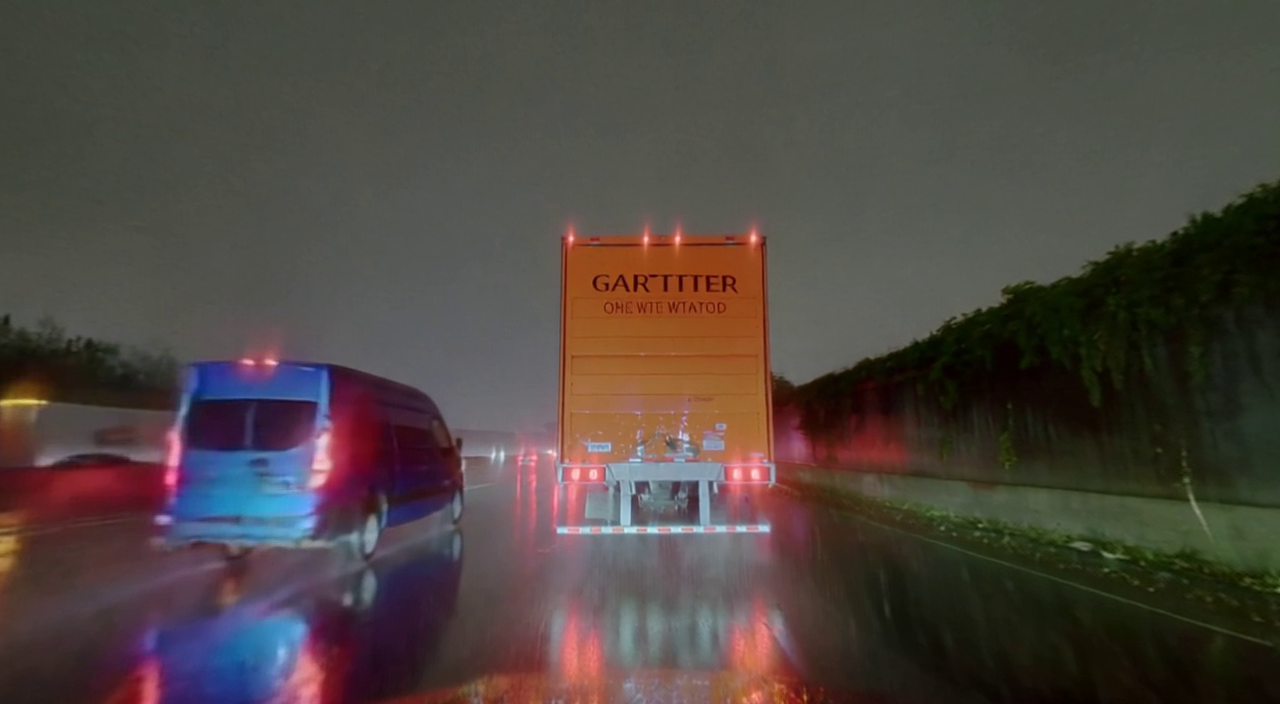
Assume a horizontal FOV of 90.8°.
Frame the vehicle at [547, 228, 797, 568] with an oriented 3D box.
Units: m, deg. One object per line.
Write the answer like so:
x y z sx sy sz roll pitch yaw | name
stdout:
0.427 1.294 12.725 2.853 4.054 10.557 0 -9 1 | vehicle

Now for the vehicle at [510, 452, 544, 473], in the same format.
-8.242 8.048 46.169 1.828 1.502 3.385 0 -9 1 | vehicle

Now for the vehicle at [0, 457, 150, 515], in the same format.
-17.087 3.845 18.535 1.878 1.441 4.330 0 -9 0 | vehicle

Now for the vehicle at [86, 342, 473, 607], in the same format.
-4.115 1.554 8.681 2.208 2.522 5.187 0 -9 -1 | vehicle
